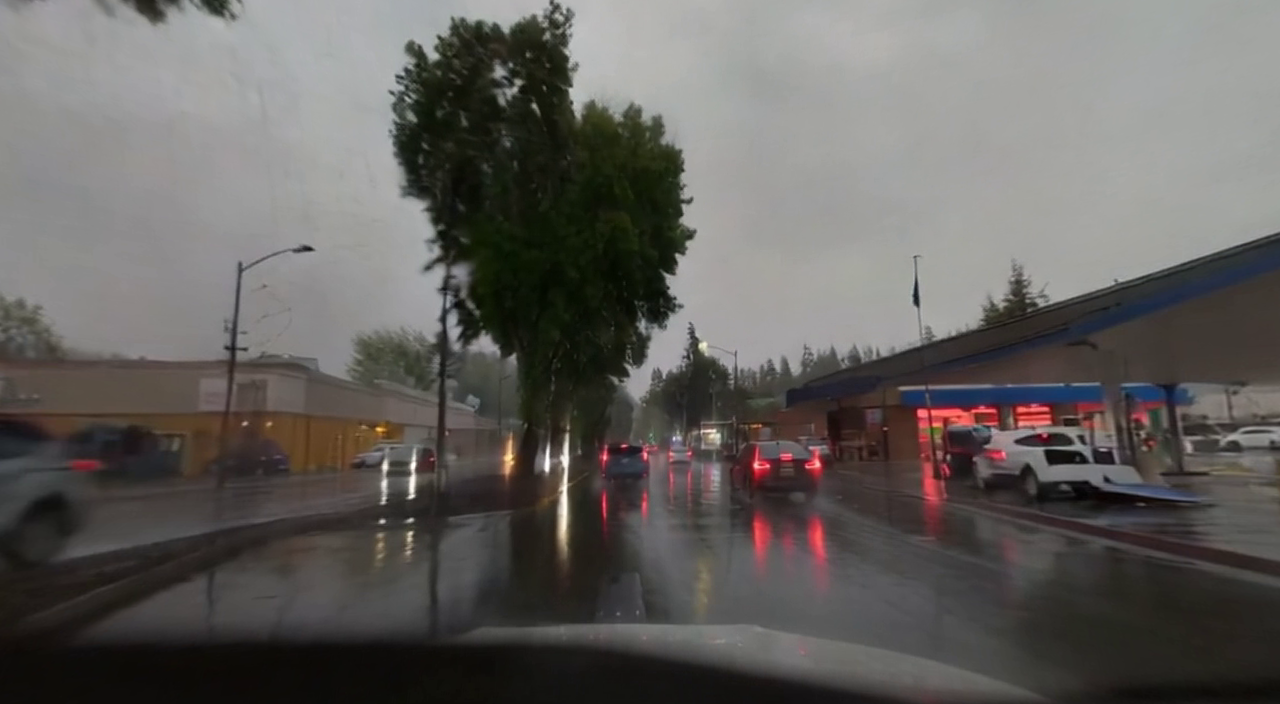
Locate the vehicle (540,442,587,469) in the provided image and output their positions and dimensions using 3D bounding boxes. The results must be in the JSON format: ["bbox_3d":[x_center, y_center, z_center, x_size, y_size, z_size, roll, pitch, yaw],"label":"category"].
[{"bbox_3d":[-4.467,6.105,37.492,2.129,1.459,4.358,0,-9,1],"label":"vehicle"}]

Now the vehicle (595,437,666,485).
[{"bbox_3d":[-0.307,3.751,22.083,2.232,1.508,4.319,0,-8,0],"label":"vehicle"}]

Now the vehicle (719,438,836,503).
[{"bbox_3d":[3.426,3.038,16.670,2.060,1.471,4.168,0,-9,-1],"label":"vehicle"}]

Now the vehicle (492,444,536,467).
[{"bbox_3d":[-8.556,7.057,43.423,2.116,1.486,4.669,0,-9,0],"label":"vehicle"}]

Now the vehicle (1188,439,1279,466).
[{"bbox_3d":[33.603,5.544,35.090,4.641,1.440,1.810,0,-8,1],"label":"vehicle"}]

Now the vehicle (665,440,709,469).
[{"bbox_3d":[2.607,5.813,36.028,2.098,1.527,3.966,0,-9,-2],"label":"vehicle"}]

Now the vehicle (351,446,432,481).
[{"bbox_3d":[-11.350,5.092,29.245,1.919,1.497,4.565,0,-9,0],"label":"vehicle"}]

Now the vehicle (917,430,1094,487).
[{"bbox_3d":[11.387,3.316,19.894,4.291,1.652,2.122,1,-9,-7],"label":"vehicle"}]
